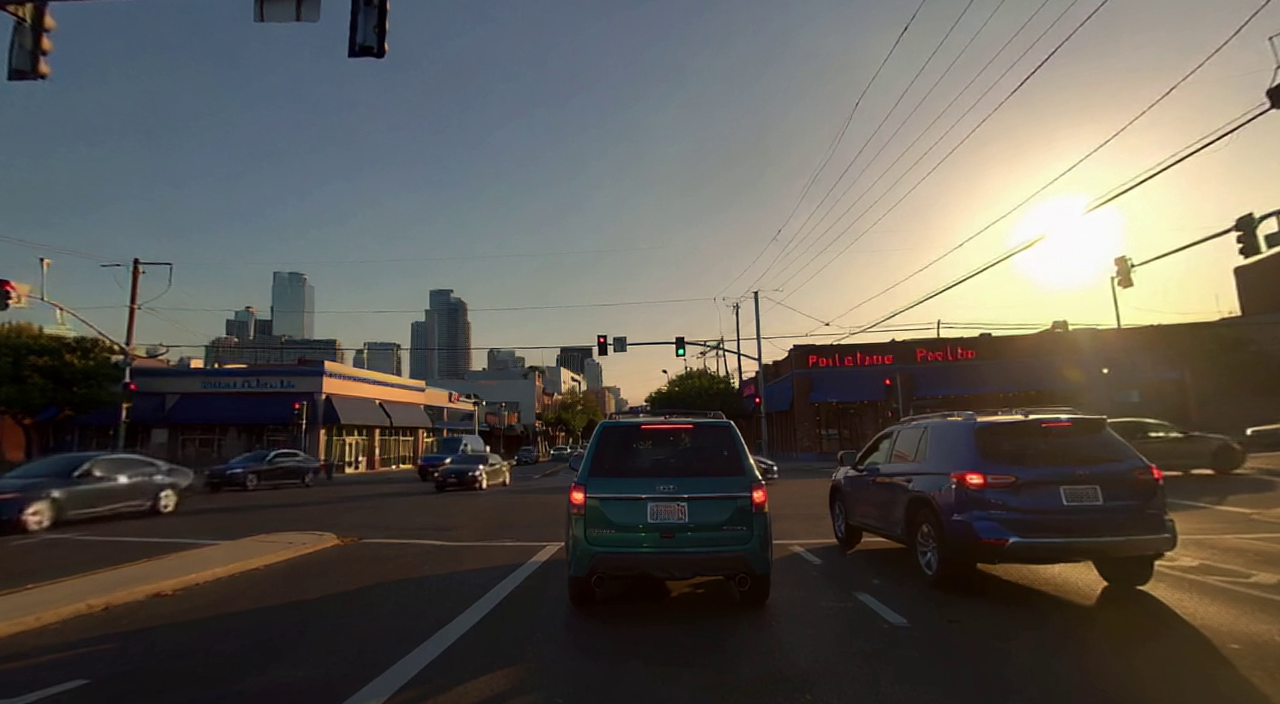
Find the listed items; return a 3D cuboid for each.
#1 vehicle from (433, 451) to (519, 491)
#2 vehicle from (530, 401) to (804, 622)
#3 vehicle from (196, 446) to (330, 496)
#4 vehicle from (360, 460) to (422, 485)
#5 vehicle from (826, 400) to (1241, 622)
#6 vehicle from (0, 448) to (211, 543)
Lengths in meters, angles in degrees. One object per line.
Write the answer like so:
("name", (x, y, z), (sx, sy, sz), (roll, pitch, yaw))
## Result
("vehicle", (-6.695, 4.914, 26.379), (2.017, 1.468, 4.663), (-1, -8, 5))
("vehicle", (0.258, 1.504, 6.823), (2.098, 1.682, 3.778), (0, -8, 2))
("vehicle", (-14.178, 4.466, 24.133), (1.943, 1.680, 4.709), (-1, -8, 4))
("vehicle", (-16.249, 7.849, 41.449), (1.872, 1.433, 4.404), (-1, -8, 6))
("vehicle", (3.608, 1.516, 6.958), (1.976, 1.664, 4.189), (-1, -8, 2))
("vehicle", (-11.003, 2.617, 12.211), (1.911, 1.461, 4.691), (-1, -8, 3))
